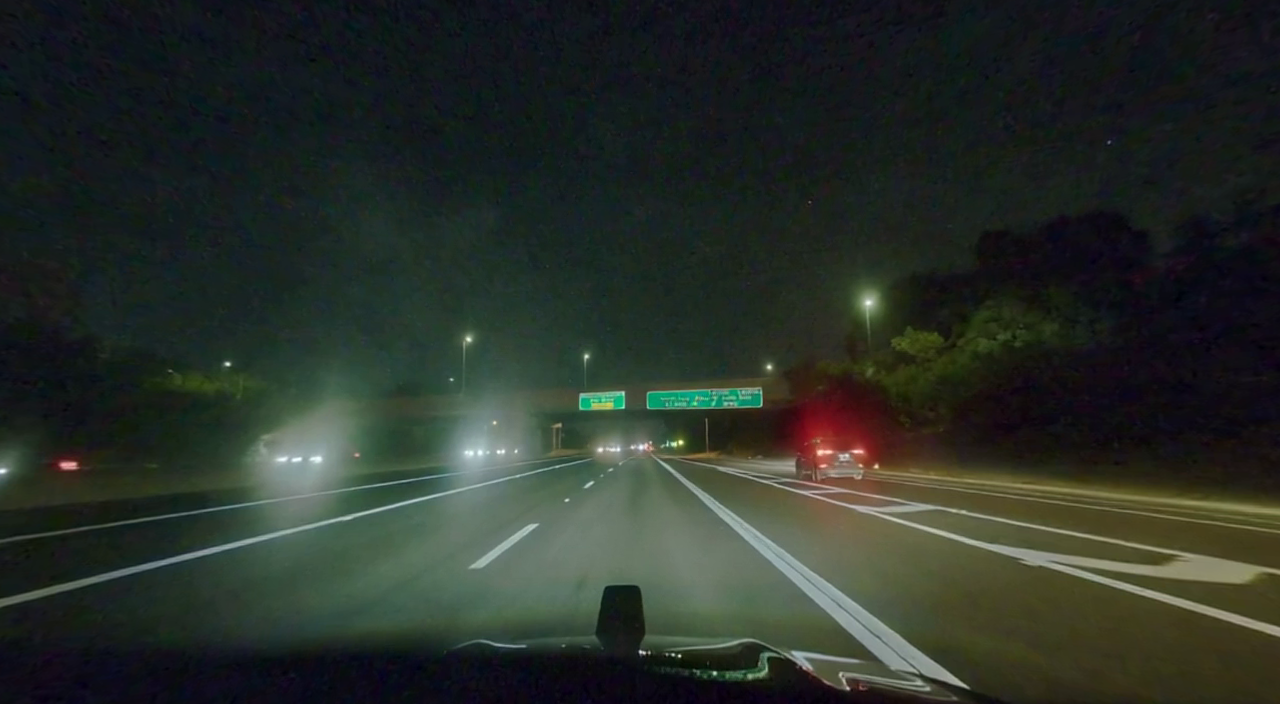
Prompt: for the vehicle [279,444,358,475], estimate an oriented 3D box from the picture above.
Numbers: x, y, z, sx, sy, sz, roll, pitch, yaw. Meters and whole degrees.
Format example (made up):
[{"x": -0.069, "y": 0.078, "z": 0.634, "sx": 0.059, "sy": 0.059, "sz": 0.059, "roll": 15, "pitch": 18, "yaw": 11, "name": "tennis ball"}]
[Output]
[{"x": -21.784, "y": 7.295, "z": 43.016, "sx": 2.247, "sy": 1.915, "sz": 5.749, "roll": 0, "pitch": -9, "yaw": 1, "name": "vehicle"}]
